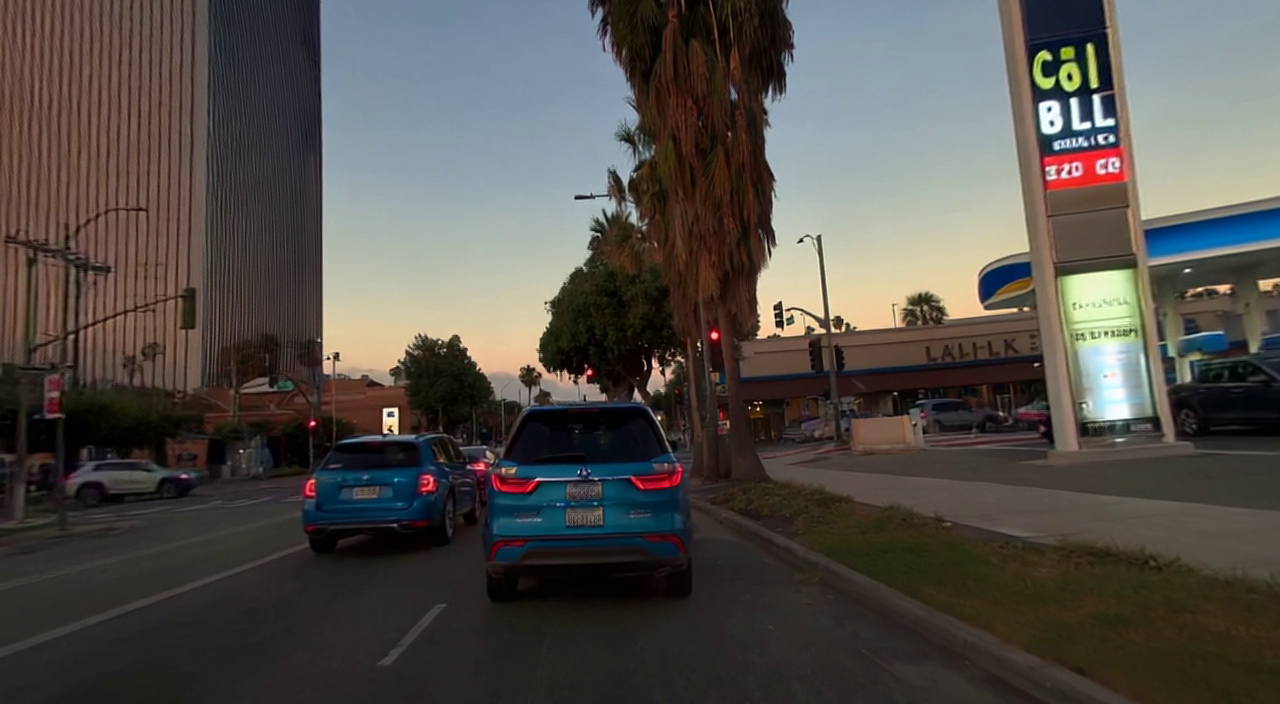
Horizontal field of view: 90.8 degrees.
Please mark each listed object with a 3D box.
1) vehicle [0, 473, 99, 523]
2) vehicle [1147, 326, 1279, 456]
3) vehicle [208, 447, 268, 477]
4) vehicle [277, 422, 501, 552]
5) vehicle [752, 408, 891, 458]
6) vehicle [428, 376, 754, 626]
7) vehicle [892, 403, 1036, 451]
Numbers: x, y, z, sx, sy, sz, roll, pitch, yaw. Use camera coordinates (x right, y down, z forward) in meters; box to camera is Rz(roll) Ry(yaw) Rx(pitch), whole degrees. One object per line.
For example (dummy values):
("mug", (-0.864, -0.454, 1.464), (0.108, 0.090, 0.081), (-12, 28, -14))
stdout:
("vehicle", (-24.602, 5.681, 24.728), (4.660, 1.708, 2.331), (0, -8, -1))
("vehicle", (9.985, 0.610, 8.698), (4.374, 1.571, 1.963), (0, -8, -4))
("vehicle", (-28.735, 7.862, 45.262), (1.783, 1.997, 4.000), (0, -8, -4))
("vehicle", (-3.868, 2.158, 10.931), (2.097, 1.692, 5.030), (0, -8, -4))
("vehicle", (7.747, 3.517, 27.364), (5.307, 2.076, 2.122), (0, -8, -5))
("vehicle", (-0.544, 1.498, 7.410), (2.519, 1.913, 4.819), (0, -8, -4))
("vehicle", (14.057, 3.312, 27.683), (5.033, 1.999, 2.259), (0, -8, -3))
